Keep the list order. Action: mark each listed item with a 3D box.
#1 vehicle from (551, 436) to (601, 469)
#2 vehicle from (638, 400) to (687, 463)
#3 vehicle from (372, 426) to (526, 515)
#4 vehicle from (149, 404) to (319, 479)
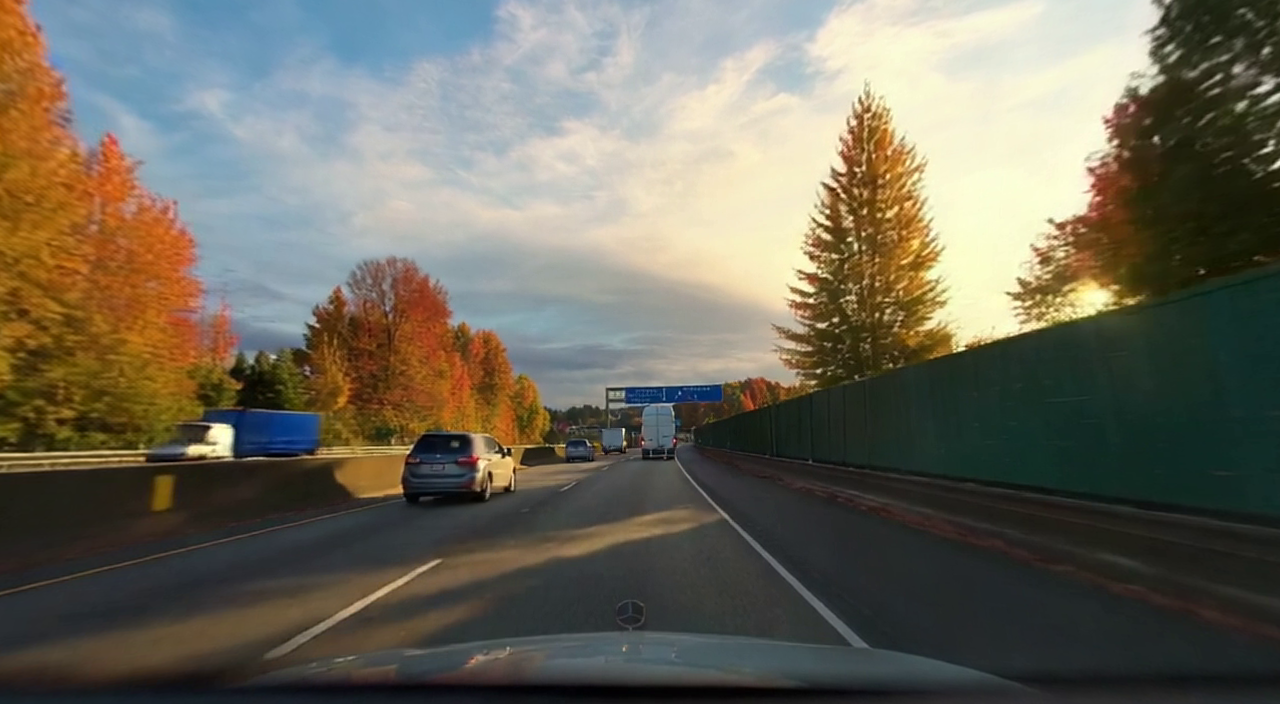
[{"bbox_3d":[-3.230,5.192,32.582,1.962,1.575,4.158,0,-8,2],"label":"vehicle"},{"bbox_3d":[1.499,5.500,42.768,2.933,3.701,10.425,0,-8,2],"label":"vehicle"},{"bbox_3d":[-3.748,2.377,13.152,1.927,1.556,3.921,0,-8,1],"label":"vehicle"},{"bbox_3d":[-22.421,5.098,35.862,3.009,3.625,10.321,0,-8,-2],"label":"vehicle"}]
